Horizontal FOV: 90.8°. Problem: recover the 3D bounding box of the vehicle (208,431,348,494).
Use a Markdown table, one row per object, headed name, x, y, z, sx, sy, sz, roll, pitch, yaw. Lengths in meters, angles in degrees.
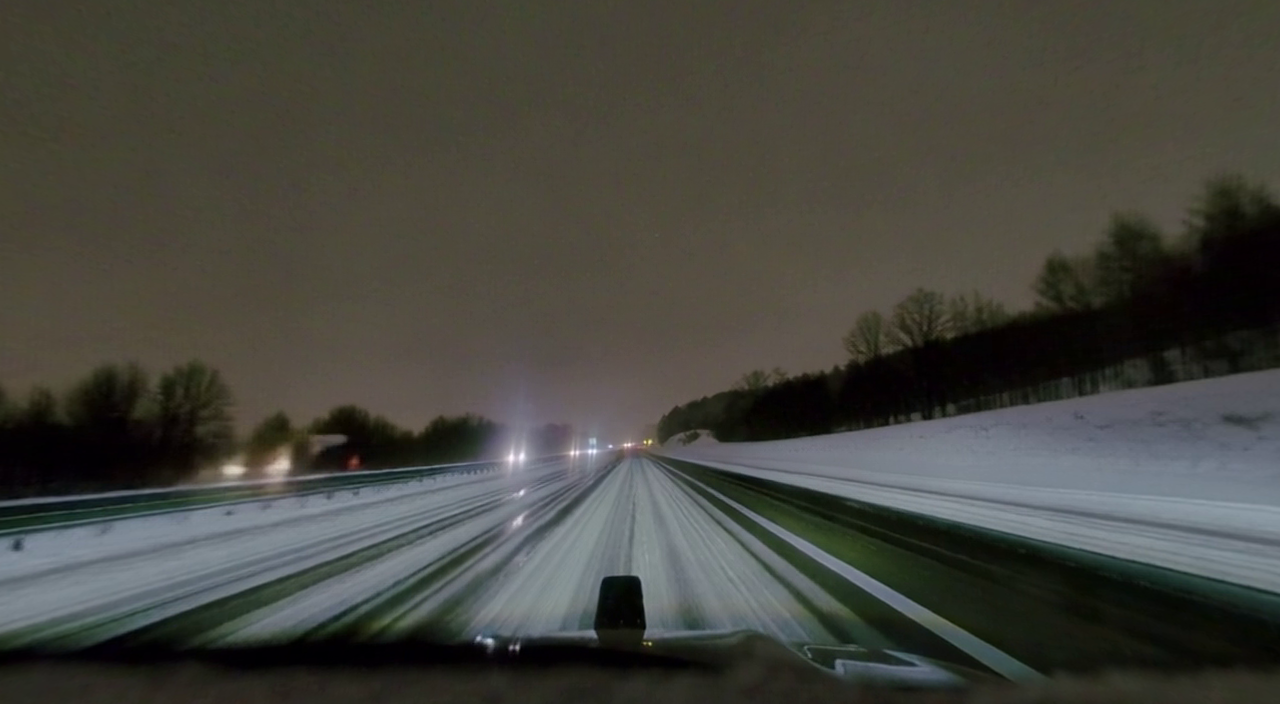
| name | x | y | z | sx | sy | sz | roll | pitch | yaw |
| --- | --- | --- | --- | --- | --- | --- | --- | --- | --- |
| vehicle | -16.162 | 4.971 | 28.811 | 2.394 | 2.507 | 6.679 | 0 | -9 | 0 |
